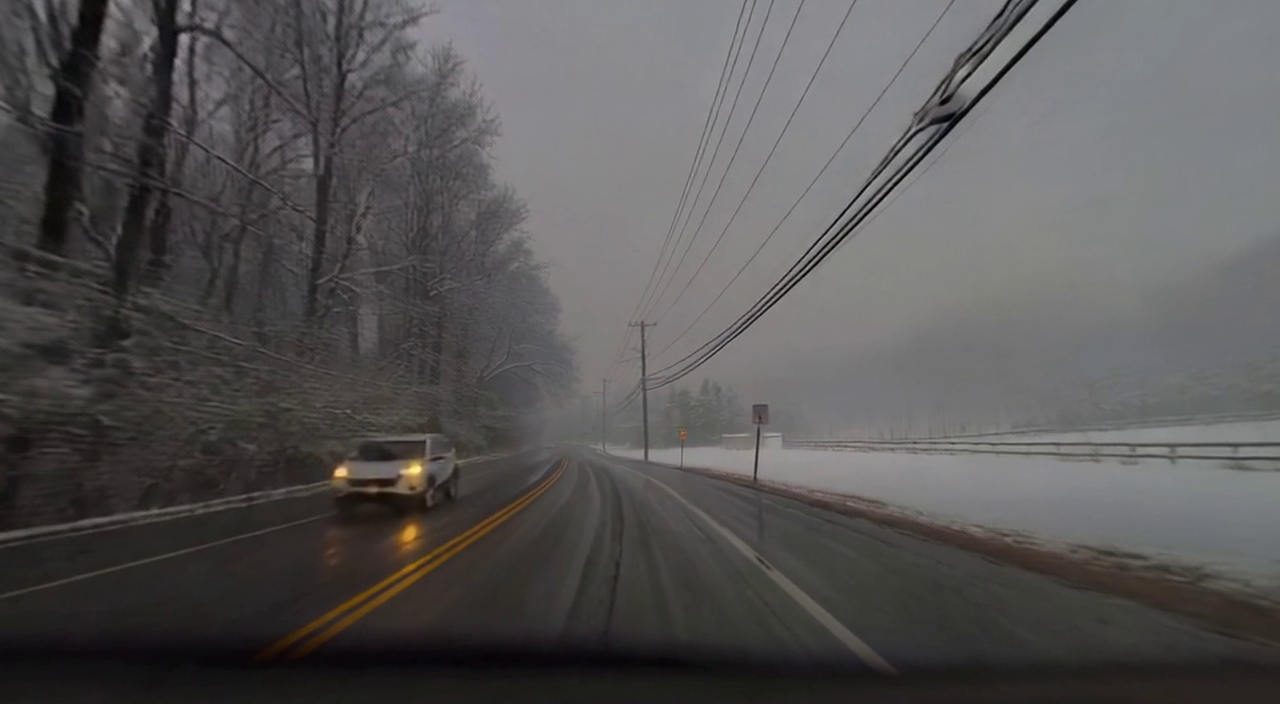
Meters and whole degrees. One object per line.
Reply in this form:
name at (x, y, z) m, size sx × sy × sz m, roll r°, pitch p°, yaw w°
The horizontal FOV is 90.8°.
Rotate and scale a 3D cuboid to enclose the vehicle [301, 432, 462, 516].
vehicle at (-5.484, 2.618, 14.103) m, size 1.943 × 1.556 × 4.311 m, roll 1°, pitch -8°, yaw -3°
